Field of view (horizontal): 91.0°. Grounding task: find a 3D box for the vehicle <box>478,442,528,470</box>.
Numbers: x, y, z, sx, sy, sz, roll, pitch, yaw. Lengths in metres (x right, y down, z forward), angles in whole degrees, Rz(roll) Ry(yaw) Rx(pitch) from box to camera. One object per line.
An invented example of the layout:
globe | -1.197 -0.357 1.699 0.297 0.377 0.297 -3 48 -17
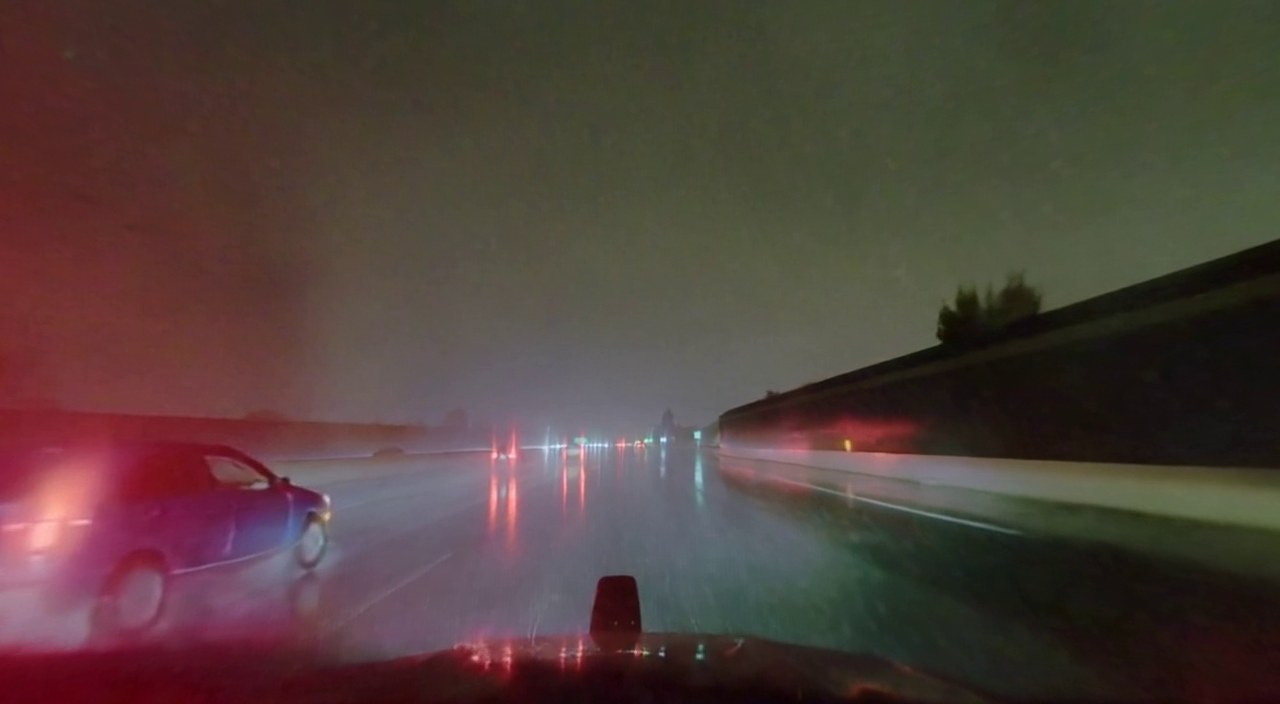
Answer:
vehicle | -8.060 6.140 37.476 1.924 1.519 4.791 0 -8 0

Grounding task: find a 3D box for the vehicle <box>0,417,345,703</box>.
vehicle | -4.040 1.207 3.996 2.044 1.479 4.745 0 -8 0

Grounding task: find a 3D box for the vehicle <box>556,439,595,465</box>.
vehicle | -4.388 6.897 43.576 2.200 1.662 5.091 0 -8 0
